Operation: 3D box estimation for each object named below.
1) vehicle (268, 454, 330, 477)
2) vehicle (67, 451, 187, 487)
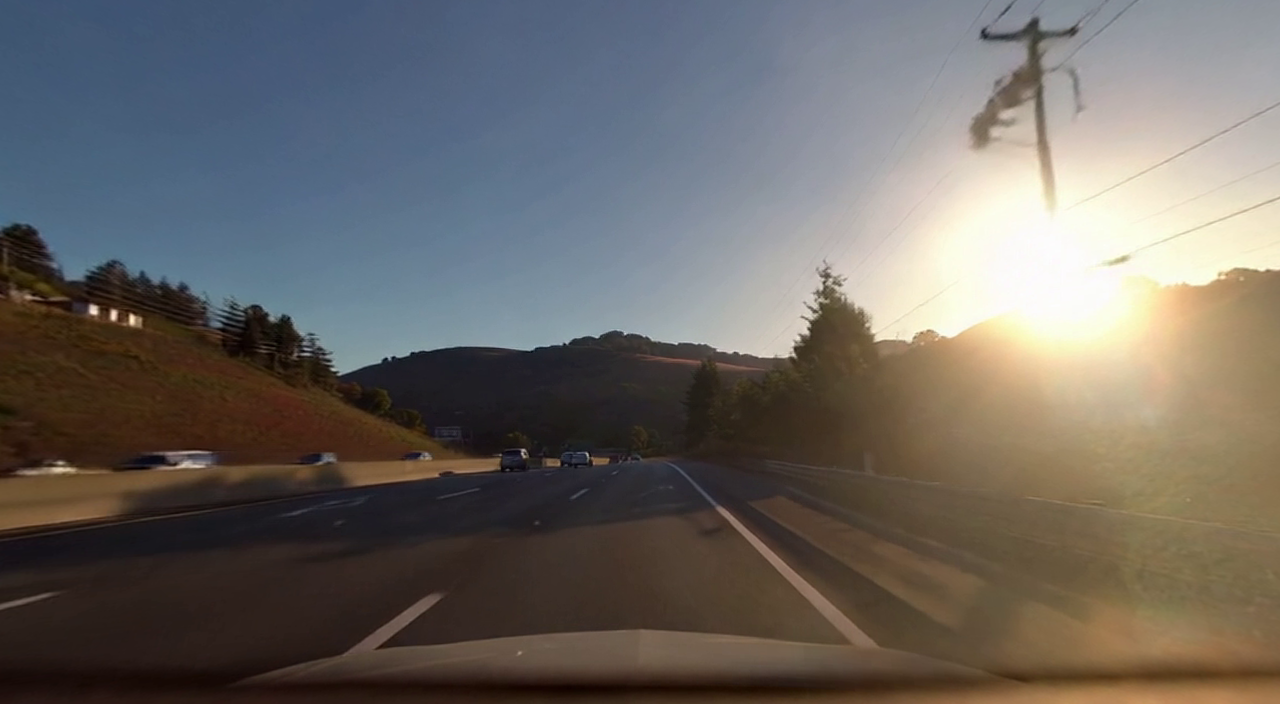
[{"bbox_3d":[-23.968,7.977,44.279,1.801,1.455,4.339,0,-9,3],"label":"vehicle"},{"bbox_3d":[-21.242,4.847,26.209,1.784,1.383,3.757,0,-9,1],"label":"vehicle"}]
